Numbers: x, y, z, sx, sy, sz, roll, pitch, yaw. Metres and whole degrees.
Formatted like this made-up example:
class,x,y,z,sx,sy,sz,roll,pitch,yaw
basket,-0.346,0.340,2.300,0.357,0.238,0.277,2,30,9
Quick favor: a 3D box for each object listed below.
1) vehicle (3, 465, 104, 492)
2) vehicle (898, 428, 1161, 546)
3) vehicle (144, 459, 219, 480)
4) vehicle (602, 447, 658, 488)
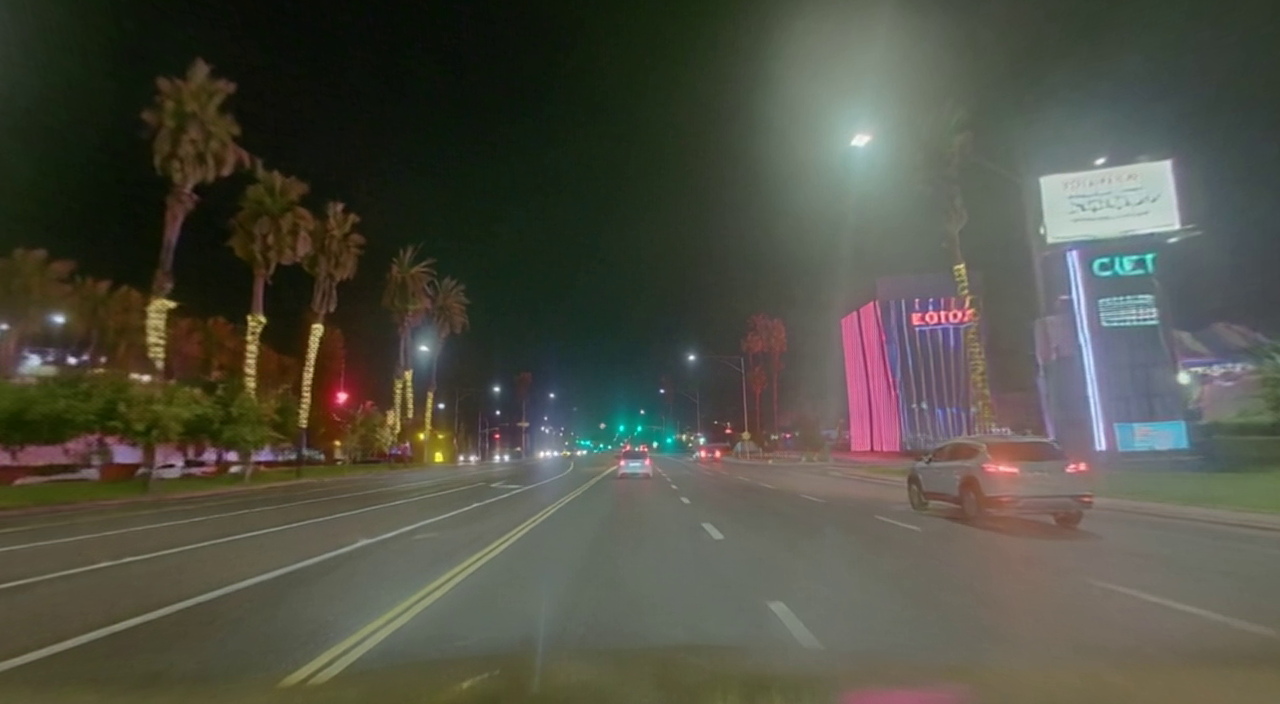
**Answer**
class,x,y,z,sx,sy,sz,roll,pitch,yaw
vehicle,-33.819,7.299,36.357,4.047,1.400,1.866,0,-8,3
vehicle,6.313,2.196,10.887,1.949,1.647,3.894,0,-8,-2
vehicle,-33.561,8.577,46.120,3.986,1.432,1.885,0,-8,0
vehicle,-0.366,4.356,24.115,1.970,1.402,3.756,0,-8,0
